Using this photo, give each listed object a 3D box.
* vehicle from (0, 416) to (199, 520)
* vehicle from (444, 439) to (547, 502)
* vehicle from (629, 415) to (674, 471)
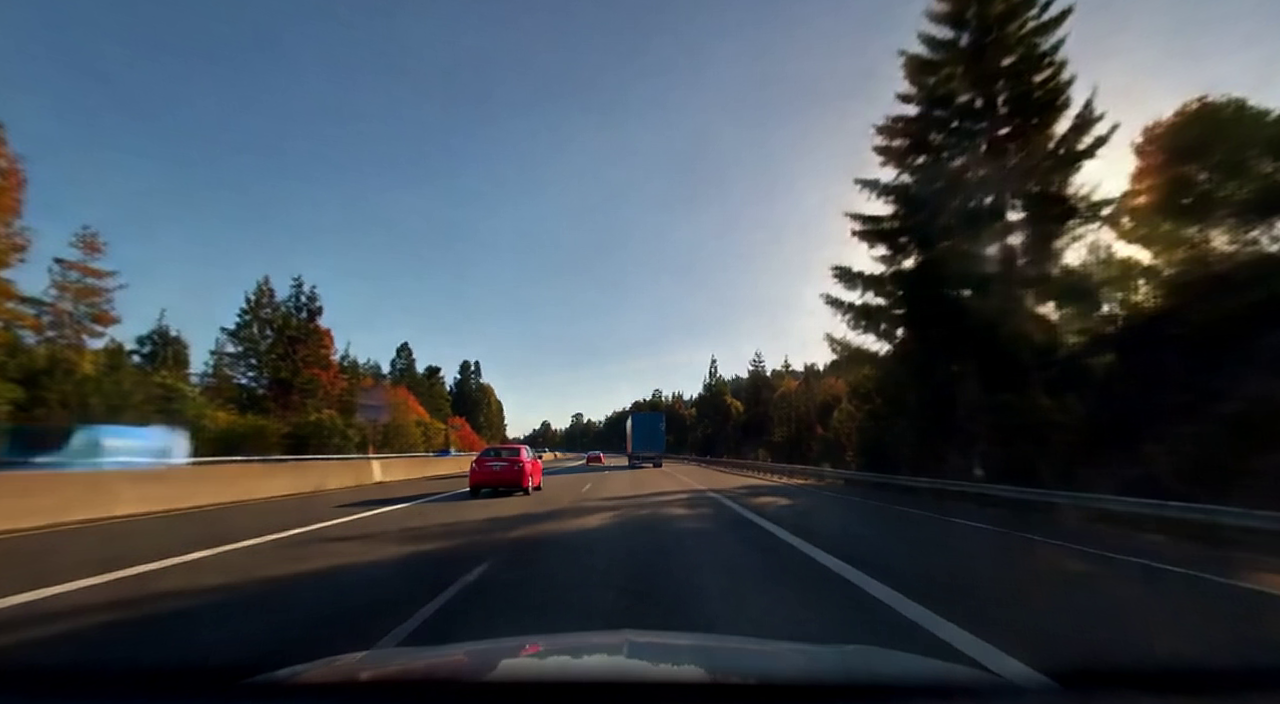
[{"bbox_3d":[-12.645,2.486,13.891,2.094,1.864,5.154,0,-9,0],"label":"vehicle"},{"bbox_3d":[-4.030,3.372,18.287,1.977,1.602,3.944,0,-9,1],"label":"vehicle"},{"bbox_3d":[0.712,6.606,45.427,2.893,3.628,9.081,0,-9,0],"label":"vehicle"}]
